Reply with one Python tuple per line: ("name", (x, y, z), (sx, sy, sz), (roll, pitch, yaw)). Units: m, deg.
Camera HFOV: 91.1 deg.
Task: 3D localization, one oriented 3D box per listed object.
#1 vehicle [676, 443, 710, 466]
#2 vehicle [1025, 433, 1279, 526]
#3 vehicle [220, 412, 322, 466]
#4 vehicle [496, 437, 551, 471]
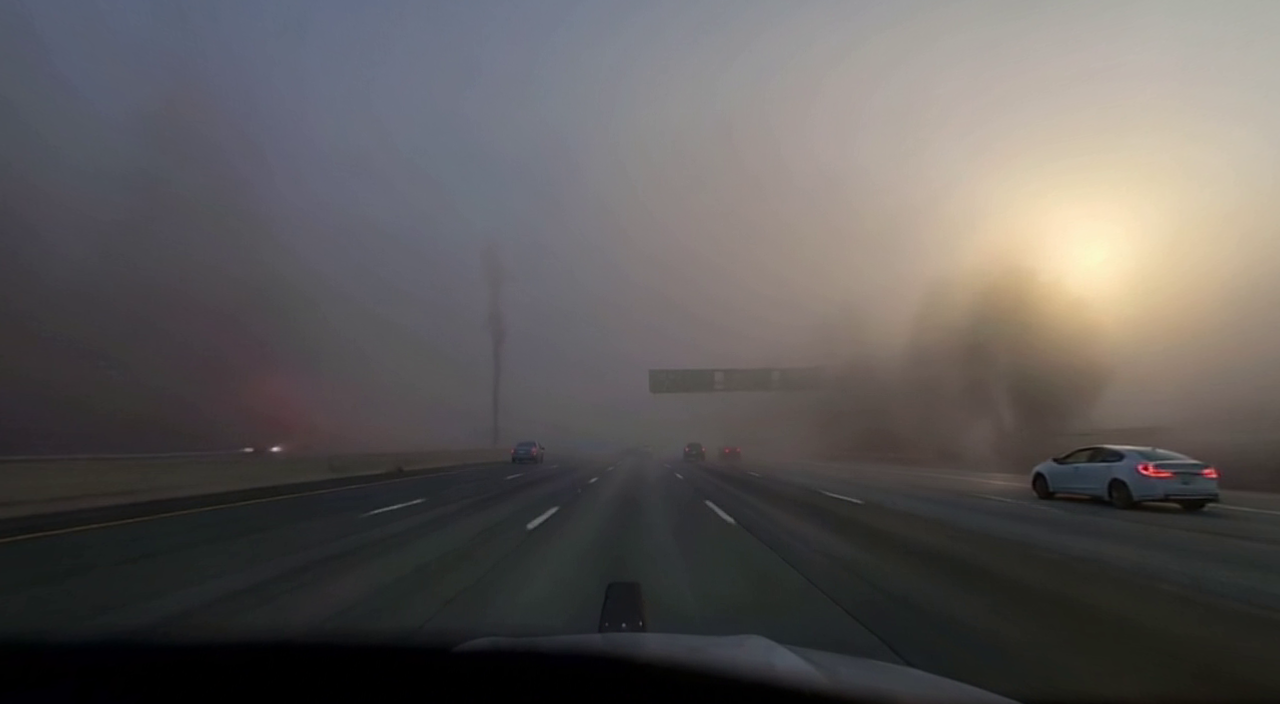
("vehicle", (3.588, 6.996, 42.932), (1.950, 1.453, 3.378), (0, -9, -1))
("vehicle", (10.177, 2.396, 12.471), (1.979, 1.467, 4.839), (0, -8, 0))
("vehicle", (-28.906, 6.889, 49.721), (3.119, 3.853, 7.750), (-1, -8, 1))
("vehicle", (-6.382, 5.603, 34.802), (2.091, 1.746, 4.437), (0, -9, 1))
